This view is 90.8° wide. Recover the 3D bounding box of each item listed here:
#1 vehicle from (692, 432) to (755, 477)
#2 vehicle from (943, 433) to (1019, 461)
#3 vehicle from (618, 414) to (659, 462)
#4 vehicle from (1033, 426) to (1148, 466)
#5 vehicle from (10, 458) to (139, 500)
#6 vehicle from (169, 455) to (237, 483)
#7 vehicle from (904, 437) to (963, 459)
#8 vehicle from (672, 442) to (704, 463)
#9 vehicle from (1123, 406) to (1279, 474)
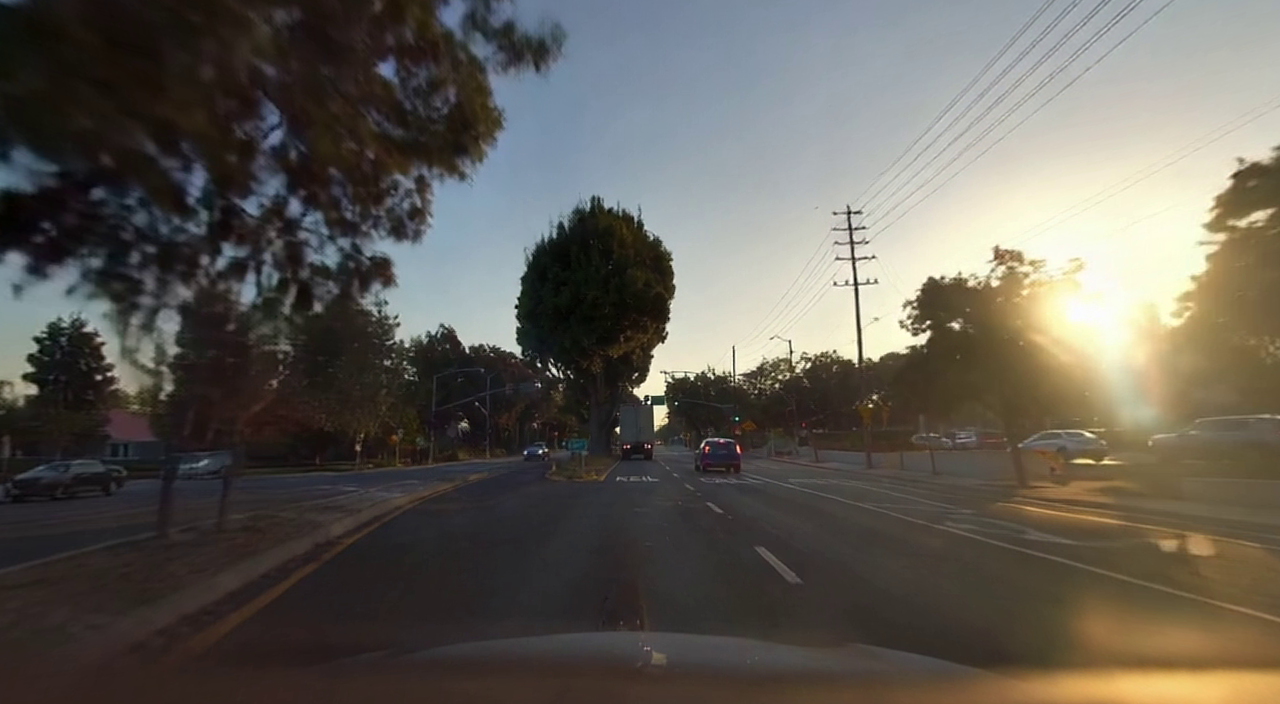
[{"bbox_3d":[3.570,4.508,27.966,2.086,1.803,4.607,0,-9,-1],"label":"vehicle"},{"bbox_3d":[20.541,5.757,38.326,2.010,1.567,4.519,0,-9,-1],"label":"vehicle"},{"bbox_3d":[-0.096,6.665,48.467,2.889,3.347,8.285,0,-9,0],"label":"vehicle"},{"bbox_3d":[20.819,4.390,29.460,1.917,1.682,4.575,0,-9,-1],"label":"vehicle"},{"bbox_3d":[-26.116,5.853,29.438,2.188,1.669,4.546,1,-9,-8],"label":"vehicle"},{"bbox_3d":[-31.294,8.321,45.423,2.099,1.801,4.957,1,-9,-11],"label":"vehicle"},{"bbox_3d":[20.700,6.790,44.790,1.887,1.448,4.723,0,-9,0],"label":"vehicle"},{"bbox_3d":[3.661,7.734,48.743,2.146,1.474,4.564,0,-9,0],"label":"vehicle"},{"bbox_3d":[20.741,3.146,22.382,2.529,2.086,5.902,0,-9,0],"label":"vehicle"}]
